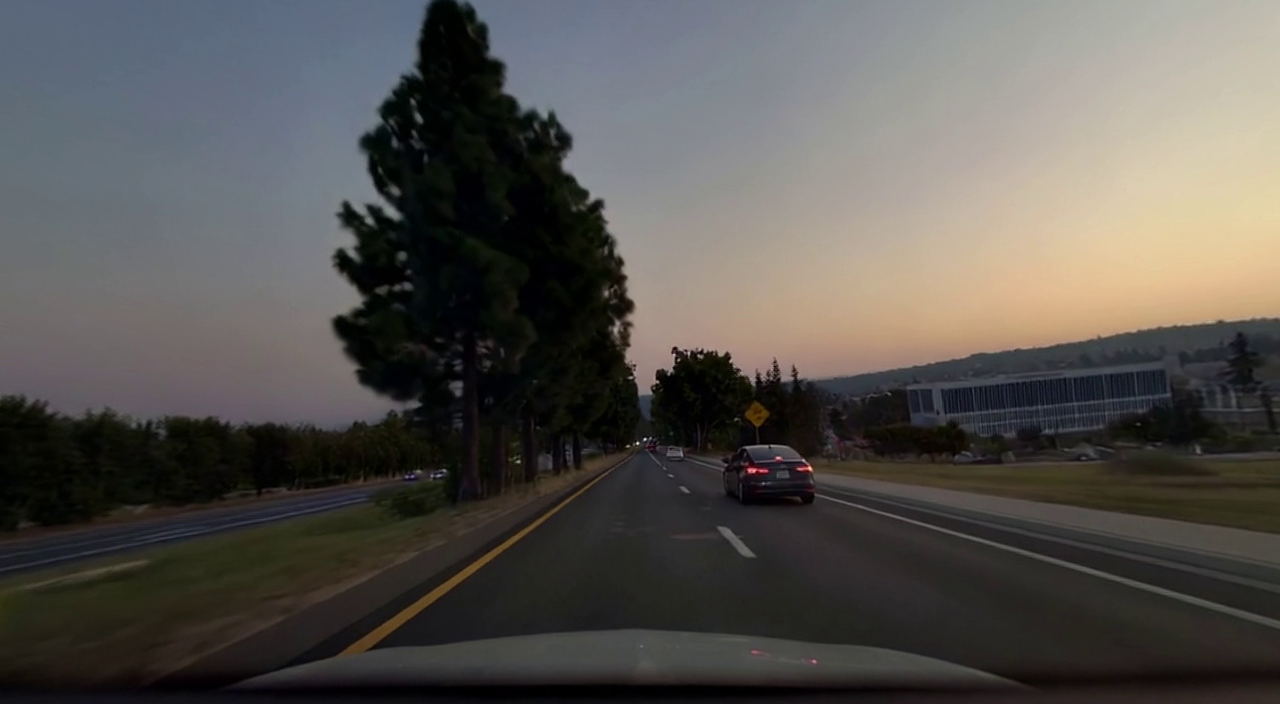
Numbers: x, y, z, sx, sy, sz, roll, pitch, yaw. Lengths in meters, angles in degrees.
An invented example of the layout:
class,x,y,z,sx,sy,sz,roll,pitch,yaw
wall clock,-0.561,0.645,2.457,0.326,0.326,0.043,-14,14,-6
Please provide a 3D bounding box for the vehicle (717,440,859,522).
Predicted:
class,x,y,z,sx,sy,sz,roll,pitch,yaw
vehicle,3.083,2.765,14.210,2.042,1.518,4.477,0,-8,-1
